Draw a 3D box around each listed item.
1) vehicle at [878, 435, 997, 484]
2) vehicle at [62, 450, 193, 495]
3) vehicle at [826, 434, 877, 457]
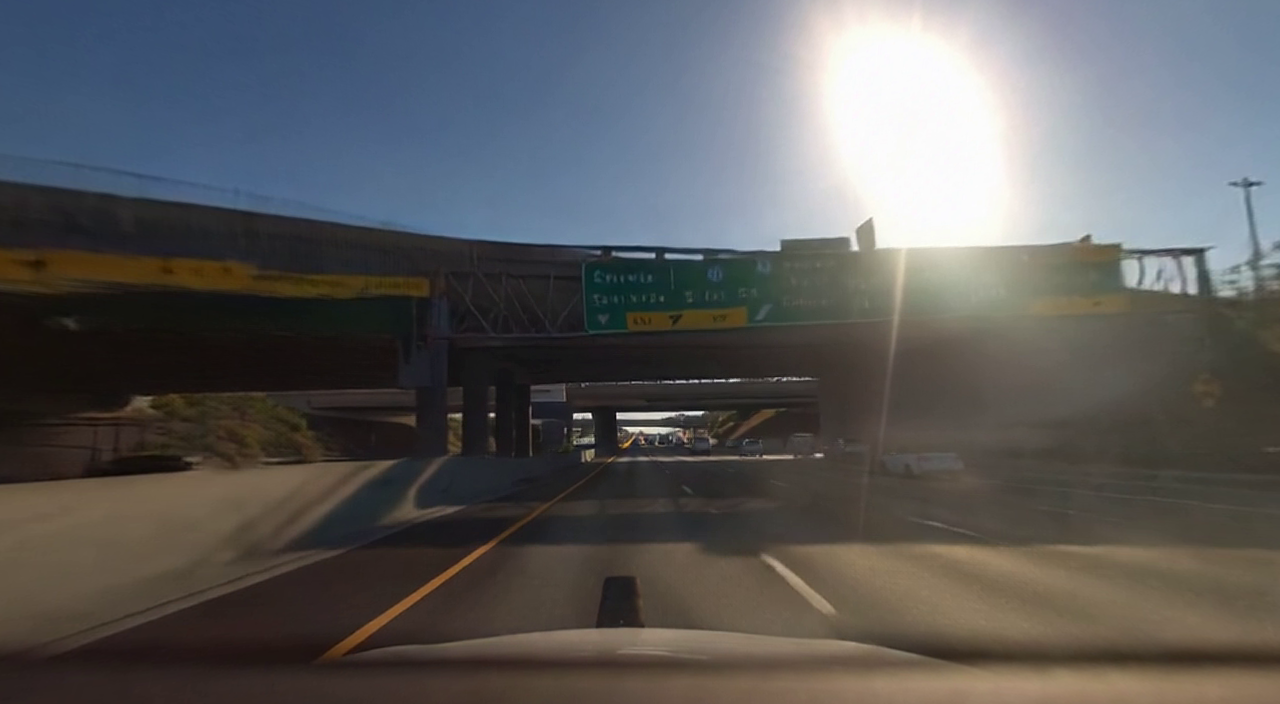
[{"bbox_3d":[9.526,3.474,20.663,1.836,1.418,4.132,0,-9,-1],"label":"vehicle"},{"bbox_3d":[-19.145,4.482,23.855,1.741,1.495,3.853,0,-9,-2],"label":"vehicle"},{"bbox_3d":[16.490,7.335,49.465,2.034,1.698,5.065,0,-9,-2],"label":"vehicle"}]
